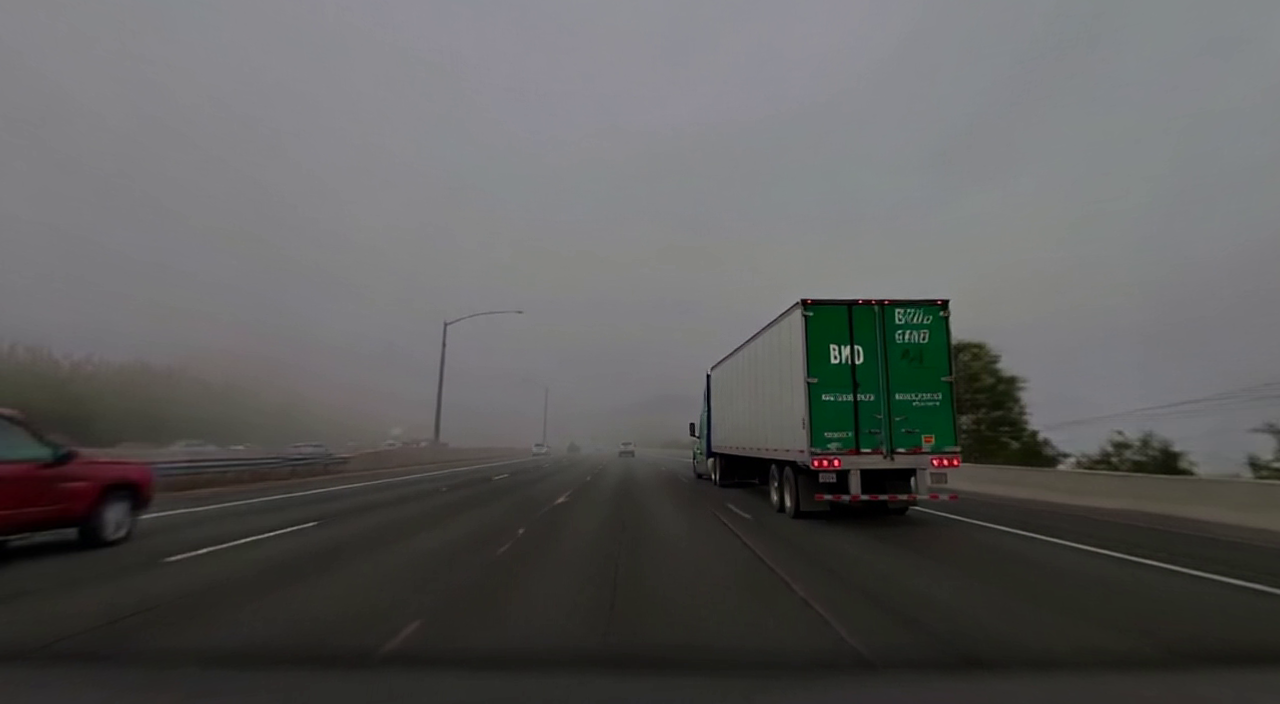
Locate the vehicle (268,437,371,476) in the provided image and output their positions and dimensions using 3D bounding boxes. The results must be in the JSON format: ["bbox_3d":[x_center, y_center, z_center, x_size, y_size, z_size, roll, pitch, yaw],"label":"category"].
[{"bbox_3d":[-14.610,4.768,29.215,1.970,1.618,5.364,0,-8,0],"label":"vehicle"}]

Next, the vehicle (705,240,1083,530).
[{"bbox_3d":[4.153,1.492,16.051,2.891,3.944,15.051,0,-8,-2],"label":"vehicle"}]

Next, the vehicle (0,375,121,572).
[{"bbox_3d":[-7.323,1.008,4.936,2.100,1.905,5.119,0,-8,0],"label":"vehicle"}]
